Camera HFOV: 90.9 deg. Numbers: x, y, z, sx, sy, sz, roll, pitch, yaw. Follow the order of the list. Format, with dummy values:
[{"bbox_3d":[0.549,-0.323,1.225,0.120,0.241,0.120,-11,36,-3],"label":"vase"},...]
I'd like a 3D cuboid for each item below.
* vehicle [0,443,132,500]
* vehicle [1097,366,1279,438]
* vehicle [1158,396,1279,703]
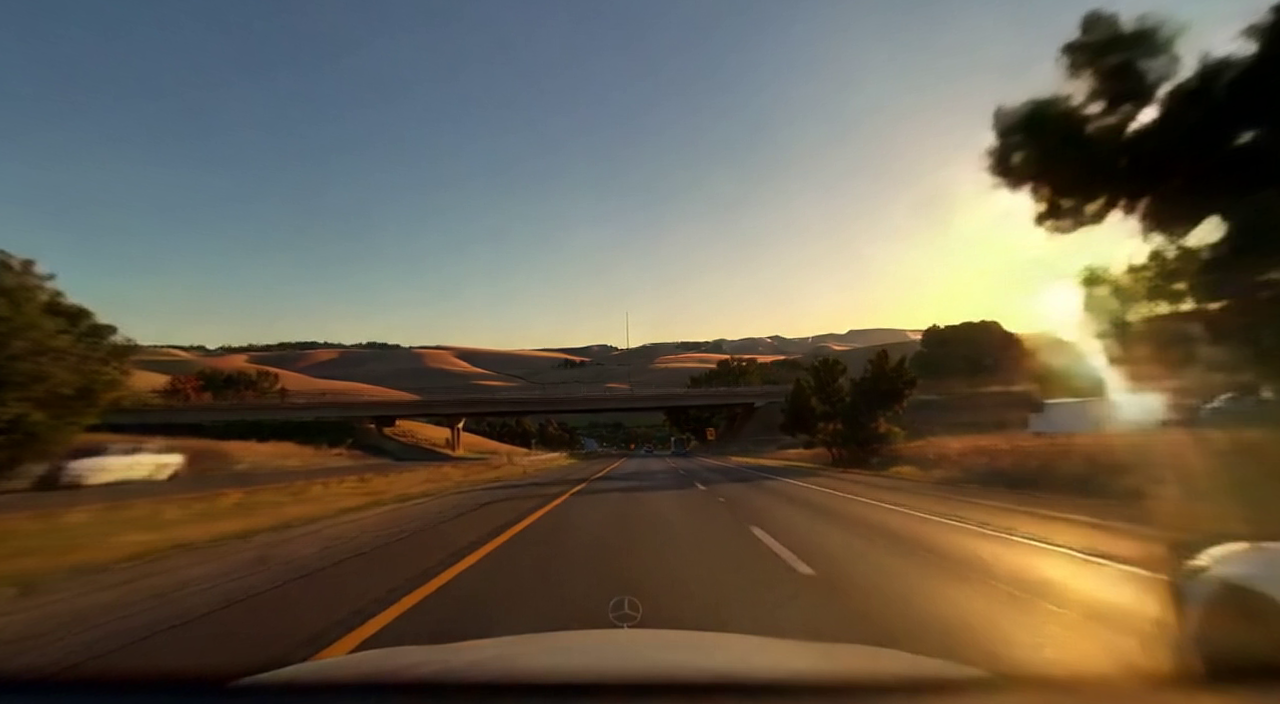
[{"bbox_3d":[-21.502,4.265,23.064,1.932,1.831,4.705,0,-8,-1],"label":"vehicle"},{"bbox_3d":[41.790,3.629,43.820,3.080,4.623,16.271,4,-9,-26],"label":"vehicle"},{"bbox_3d":[3.853,0.678,0.996,2.027,1.487,4.718,0,-8,0],"label":"vehicle"}]
